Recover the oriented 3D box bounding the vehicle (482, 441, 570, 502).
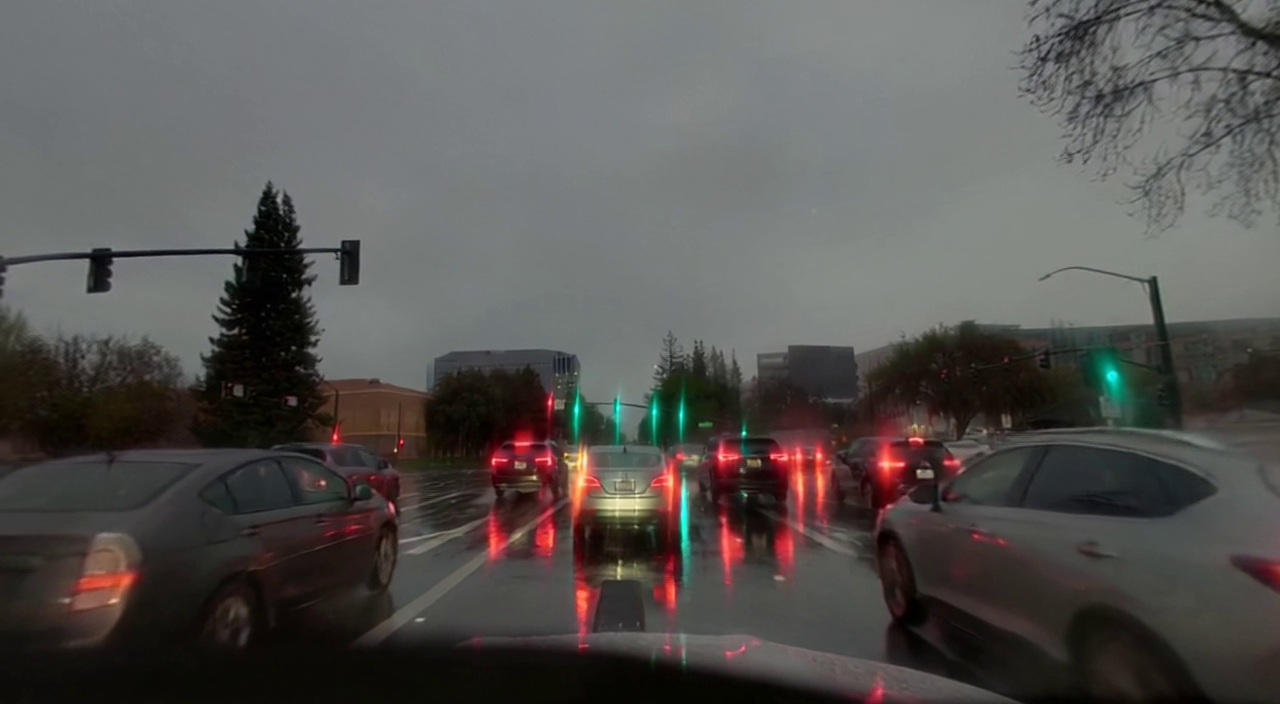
[{"bbox_3d":[-3.479,3.720,20.139,2.033,1.714,4.278,0,-8,-1],"label":"vehicle"}]

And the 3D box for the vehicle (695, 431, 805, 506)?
[{"bbox_3d":[2.847,3.153,17.530,2.138,1.778,4.422,0,-8,-1],"label":"vehicle"}]

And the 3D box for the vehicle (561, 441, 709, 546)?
[{"bbox_3d":[-0.115,2.315,11.029,2.098,1.461,3.958,0,-8,-1],"label":"vehicle"}]

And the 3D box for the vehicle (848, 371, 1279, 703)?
[{"bbox_3d":[3.047,1.073,3.544,1.996,1.566,4.917,0,-8,-1],"label":"vehicle"}]

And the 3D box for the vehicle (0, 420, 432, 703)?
[{"bbox_3d":[-3.267,1.317,4.507,2.045,1.463,4.490,0,-8,0],"label":"vehicle"}]
